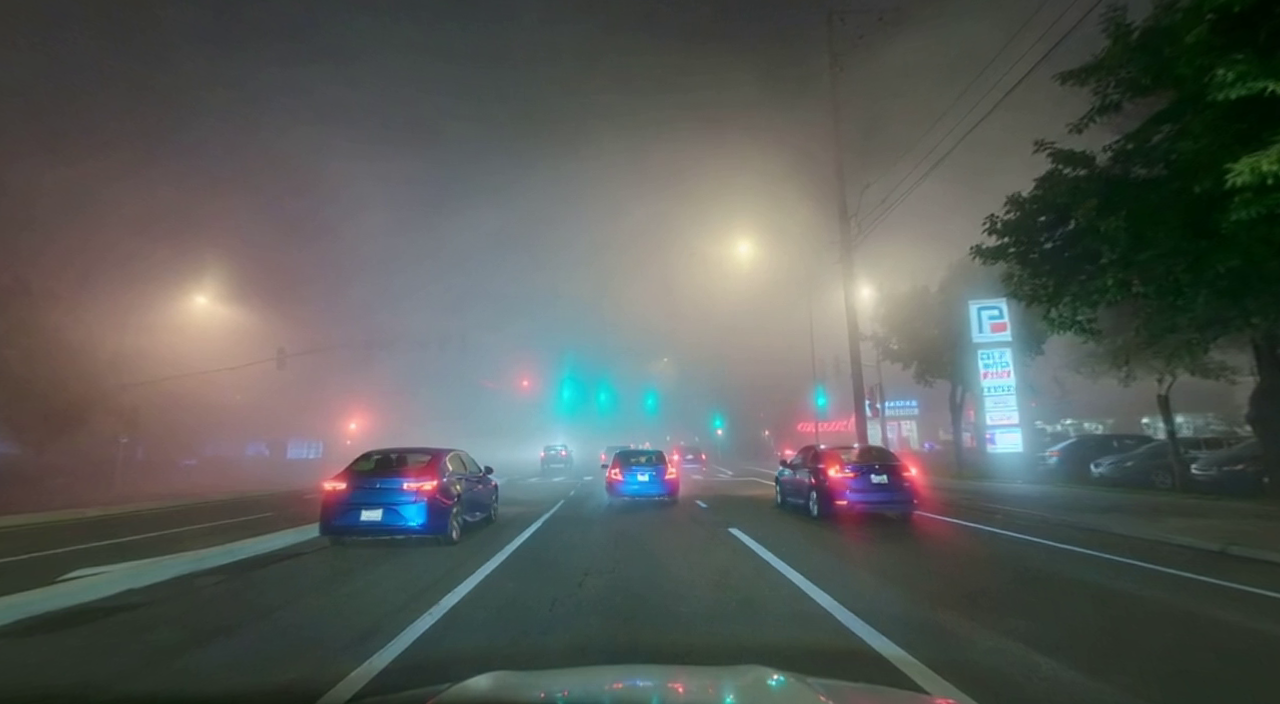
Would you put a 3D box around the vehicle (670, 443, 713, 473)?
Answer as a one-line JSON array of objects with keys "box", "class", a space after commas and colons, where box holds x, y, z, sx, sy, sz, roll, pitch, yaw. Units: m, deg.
[{"box": [2.968, 6.213, 37.188, 1.986, 1.660, 4.006, 0, -9, -2], "class": "vehicle"}]

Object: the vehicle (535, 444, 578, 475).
[{"box": [-4.632, 6.004, 35.531, 1.932, 1.606, 4.157, 0, -9, -1], "class": "vehicle"}]

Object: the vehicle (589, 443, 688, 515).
[{"box": [-0.114, 2.965, 15.331, 2.072, 1.473, 4.139, 0, -9, -2], "class": "vehicle"}]

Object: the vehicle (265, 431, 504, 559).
[{"box": [-3.705, 2.137, 10.302, 2.035, 1.564, 4.702, 0, -9, -2], "class": "vehicle"}]

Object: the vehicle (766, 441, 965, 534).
[{"box": [4.166, 2.579, 12.779, 2.119, 1.479, 4.910, 0, -9, -1], "class": "vehicle"}]

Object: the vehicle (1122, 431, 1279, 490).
[{"box": [16.476, 2.943, 17.406, 4.802, 1.480, 2.126, 1, -9, -6], "class": "vehicle"}]
